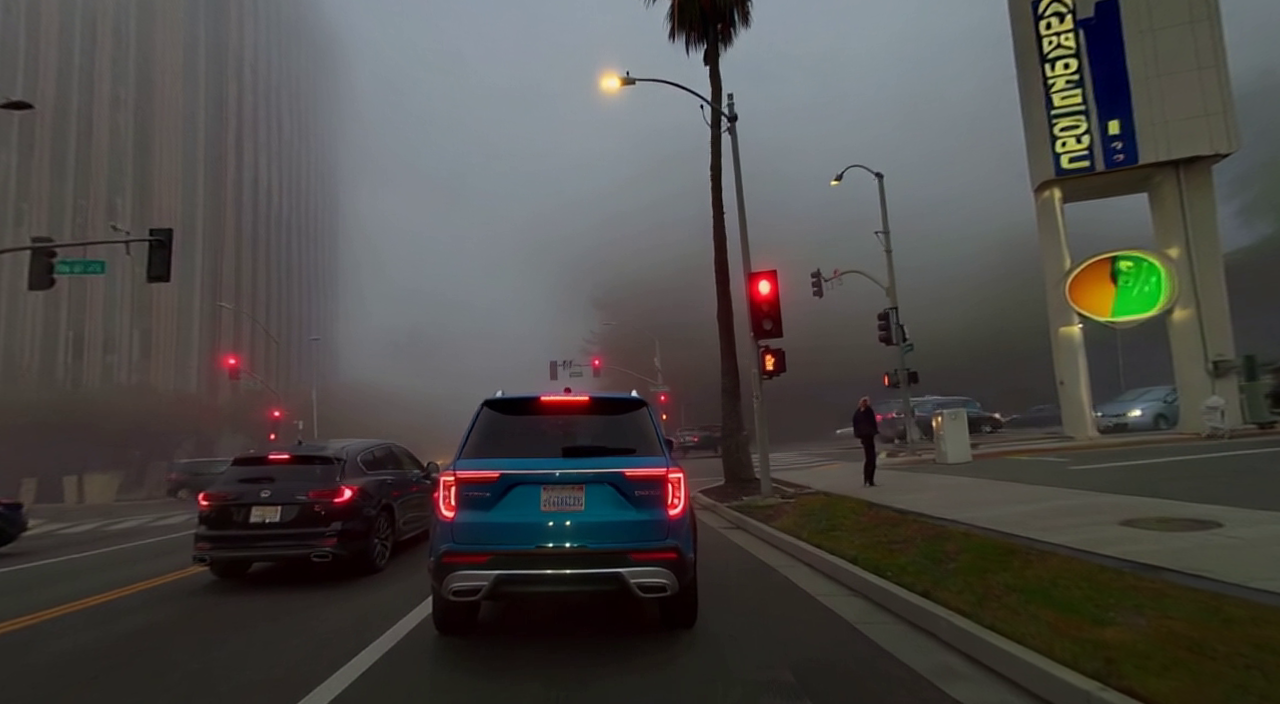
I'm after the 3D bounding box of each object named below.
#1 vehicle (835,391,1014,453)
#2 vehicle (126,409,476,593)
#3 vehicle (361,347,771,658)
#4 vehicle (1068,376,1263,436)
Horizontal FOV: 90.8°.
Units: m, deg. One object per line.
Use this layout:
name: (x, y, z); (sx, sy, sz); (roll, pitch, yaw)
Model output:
vehicle: (9.986, 2.501, 22.459); (5.307, 2.076, 2.122); (0, -8, -4)
vehicle: (-3.819, 1.756, 8.487); (2.097, 1.692, 5.030); (0, -8, -3)
vehicle: (-0.548, 1.269, 6.421); (2.519, 1.913, 4.819); (0, -8, -3)
vehicle: (18.775, 1.979, 22.790); (5.033, 1.999, 2.259); (0, -8, -3)
